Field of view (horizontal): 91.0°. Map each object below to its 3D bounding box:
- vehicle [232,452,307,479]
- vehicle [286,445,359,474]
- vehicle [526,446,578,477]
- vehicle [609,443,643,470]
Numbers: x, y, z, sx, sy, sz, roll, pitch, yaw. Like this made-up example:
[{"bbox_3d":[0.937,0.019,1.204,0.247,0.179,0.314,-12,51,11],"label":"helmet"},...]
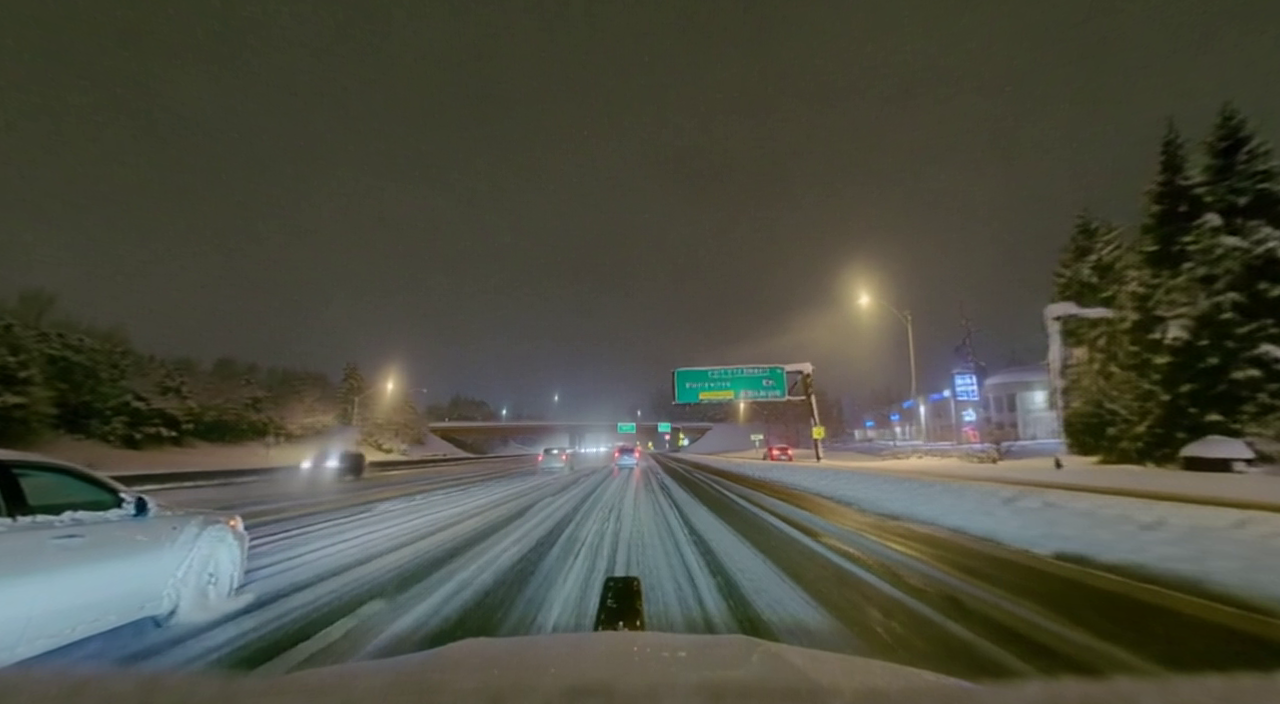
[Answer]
[{"bbox_3d":[-22.374,6.830,38.243,1.923,1.488,4.300,0,-9,0],"label":"vehicle"},{"bbox_3d":[-18.555,6.281,37.039,2.024,1.594,4.333,0,-9,0],"label":"vehicle"},{"bbox_3d":[-4.605,5.821,33.711,2.071,1.553,4.388,0,-9,1],"label":"vehicle"},{"bbox_3d":[-0.896,6.997,42.162,2.102,1.692,4.057,0,-9,1],"label":"vehicle"}]
